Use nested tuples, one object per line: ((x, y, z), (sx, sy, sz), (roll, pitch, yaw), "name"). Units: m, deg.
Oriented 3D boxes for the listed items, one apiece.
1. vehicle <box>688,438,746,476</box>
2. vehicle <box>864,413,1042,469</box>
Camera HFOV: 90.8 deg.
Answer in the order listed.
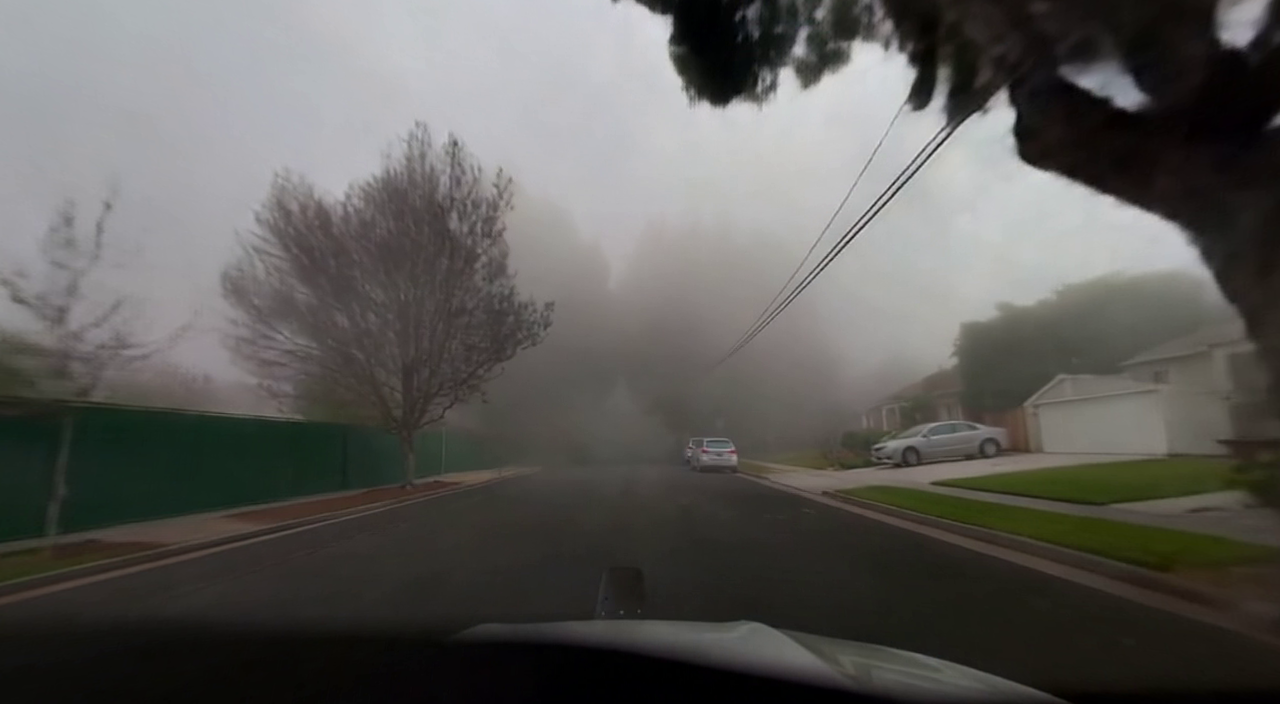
((3.583, 4.997, 30.314), (2.122, 1.673, 4.876), (0, -9, 0), "vehicle")
((10.880, 3.122, 22.284), (5.046, 1.800, 2.201), (-1, -8, 0), "vehicle")
